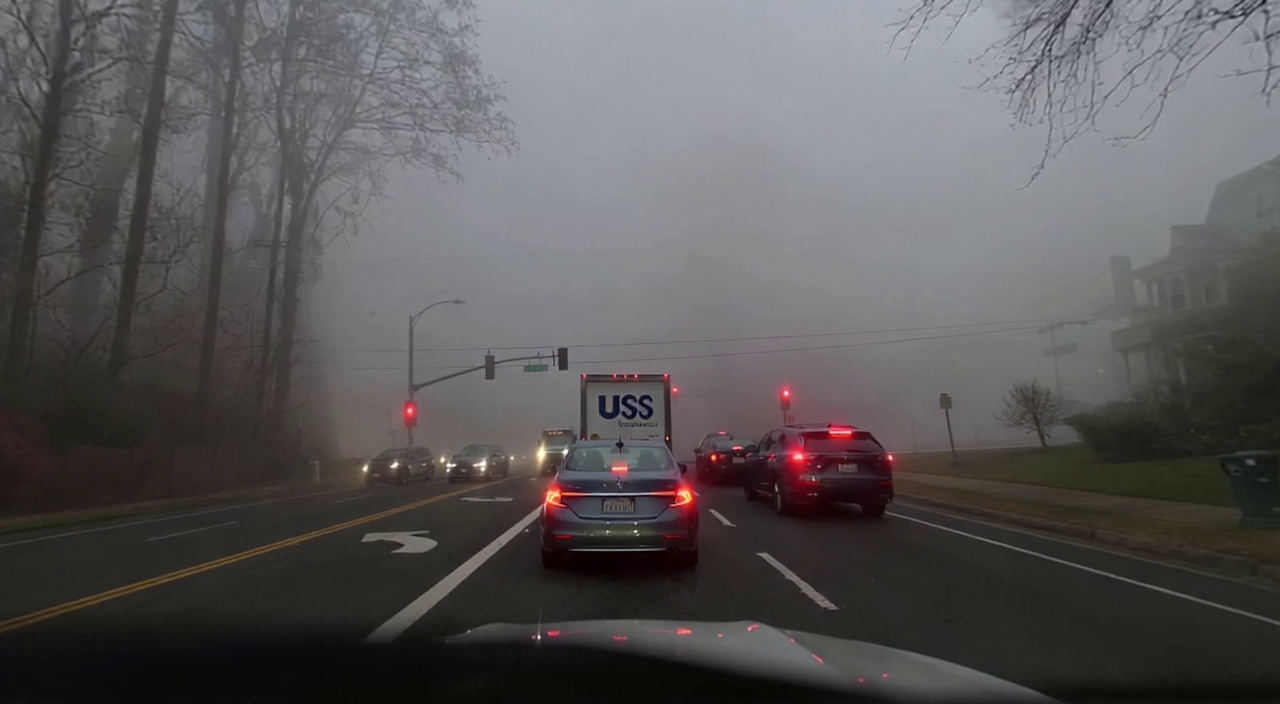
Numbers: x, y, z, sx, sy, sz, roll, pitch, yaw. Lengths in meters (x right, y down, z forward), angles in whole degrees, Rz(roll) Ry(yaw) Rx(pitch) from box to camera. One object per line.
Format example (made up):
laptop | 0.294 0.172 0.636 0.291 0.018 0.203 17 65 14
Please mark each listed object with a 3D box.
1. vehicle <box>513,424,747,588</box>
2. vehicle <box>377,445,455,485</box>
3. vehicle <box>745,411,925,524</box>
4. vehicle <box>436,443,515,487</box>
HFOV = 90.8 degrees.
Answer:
vehicle | -0.146 1.720 7.945 2.135 1.483 4.207 0 -8 -2
vehicle | -9.935 5.012 28.426 1.955 1.658 4.490 0 -8 -1
vehicle | 3.597 2.240 12.758 2.145 1.847 4.524 0 -8 0
vehicle | -6.227 4.296 24.488 1.800 1.520 4.691 0 -8 0
